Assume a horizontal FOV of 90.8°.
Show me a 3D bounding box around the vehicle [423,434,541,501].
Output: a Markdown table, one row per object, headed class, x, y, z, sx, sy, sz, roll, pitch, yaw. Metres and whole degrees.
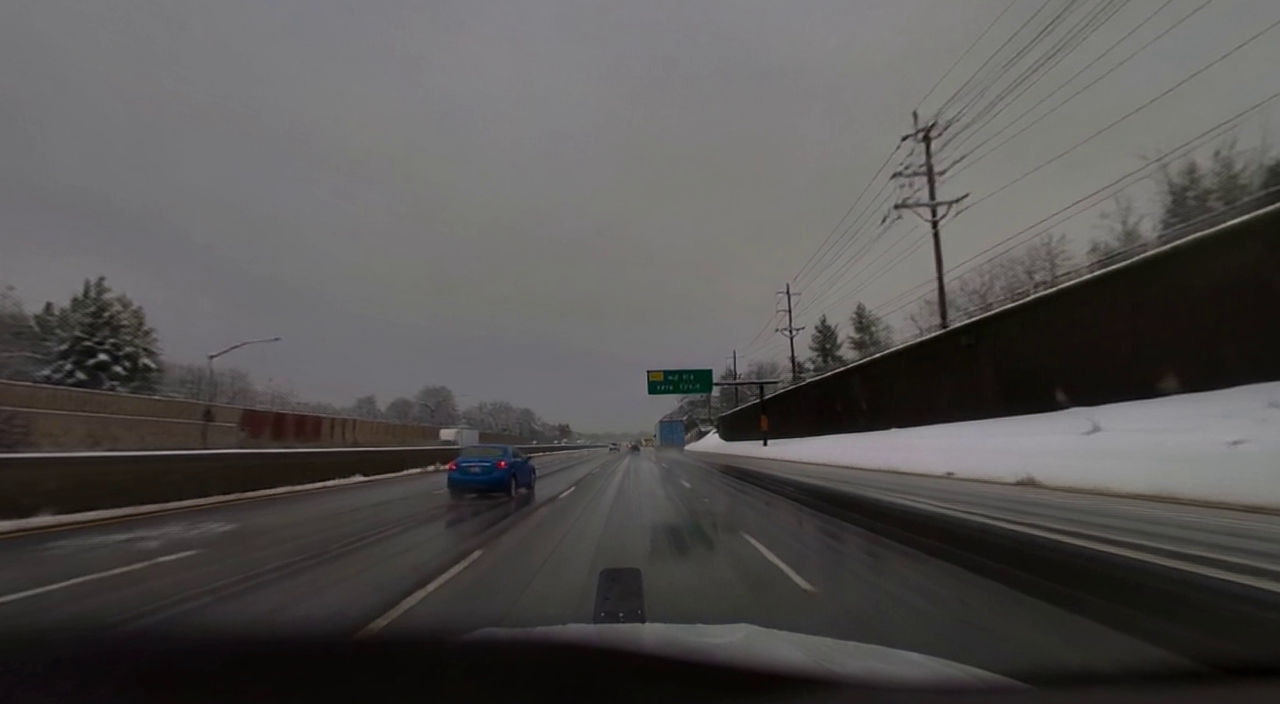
| class | x | y | z | sx | sy | sz | roll | pitch | yaw |
| --- | --- | --- | --- | --- | --- | --- | --- | --- | --- |
| vehicle | -3.978 | 2.994 | 16.758 | 2.009 | 1.533 | 4.175 | 0 | -9 | 1 |
